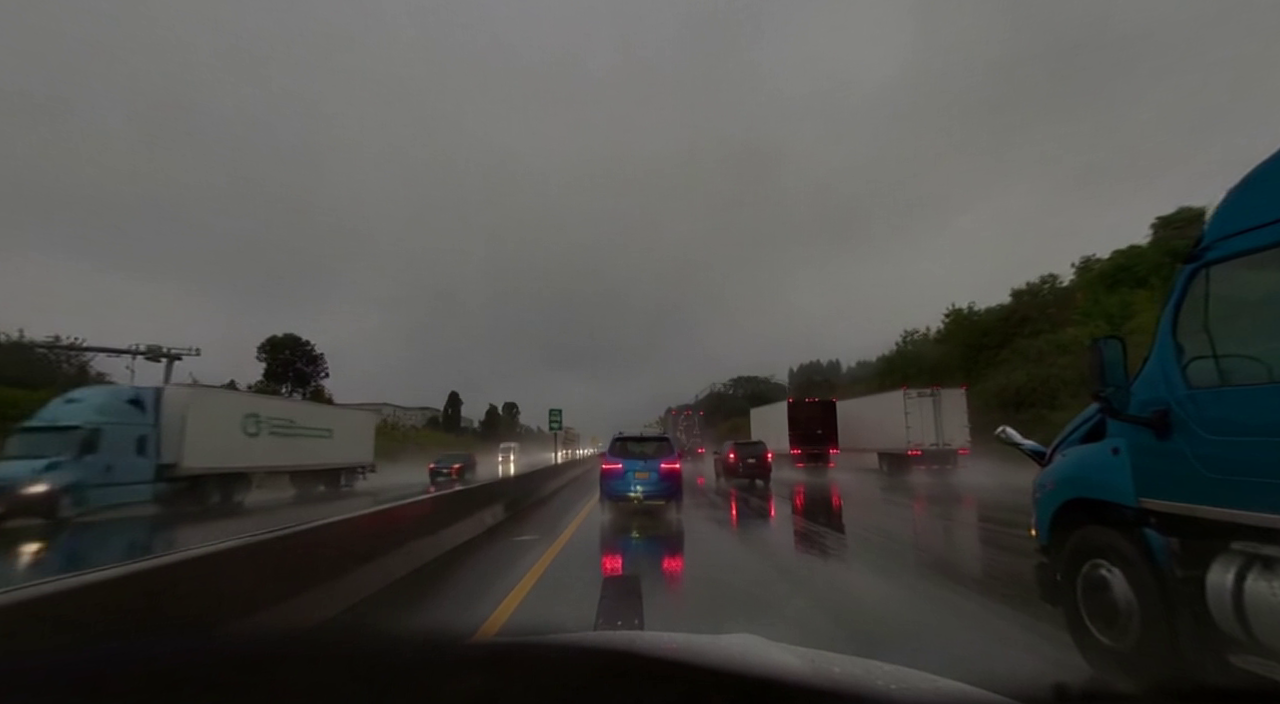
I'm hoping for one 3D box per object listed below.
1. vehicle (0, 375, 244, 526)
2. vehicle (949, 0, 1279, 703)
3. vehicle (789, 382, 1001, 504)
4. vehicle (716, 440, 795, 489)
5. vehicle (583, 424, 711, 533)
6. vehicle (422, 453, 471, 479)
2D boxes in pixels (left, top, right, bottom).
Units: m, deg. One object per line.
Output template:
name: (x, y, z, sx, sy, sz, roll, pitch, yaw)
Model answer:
vehicle: (-15.923, 3.052, 19.678, 3.025, 3.994, 5.884, 0, -9, -1)
vehicle: (4.209, -0.115, 2.263, 2.987, 3.877, 5.881, 0, -9, 0)
vehicle: (7.997, 3.208, 21.887, 2.799, 3.188, 10.578, 0, -9, -1)
vehicle: (3.840, 3.803, 21.433, 1.859, 1.512, 3.711, 0, -9, -2)
vehicle: (0.114, 2.232, 11.490, 1.965, 1.664, 3.428, 0, -9, 0)
vehicle: (-12.341, 7.272, 40.133, 1.917, 1.518, 3.802, 0, -9, 0)
